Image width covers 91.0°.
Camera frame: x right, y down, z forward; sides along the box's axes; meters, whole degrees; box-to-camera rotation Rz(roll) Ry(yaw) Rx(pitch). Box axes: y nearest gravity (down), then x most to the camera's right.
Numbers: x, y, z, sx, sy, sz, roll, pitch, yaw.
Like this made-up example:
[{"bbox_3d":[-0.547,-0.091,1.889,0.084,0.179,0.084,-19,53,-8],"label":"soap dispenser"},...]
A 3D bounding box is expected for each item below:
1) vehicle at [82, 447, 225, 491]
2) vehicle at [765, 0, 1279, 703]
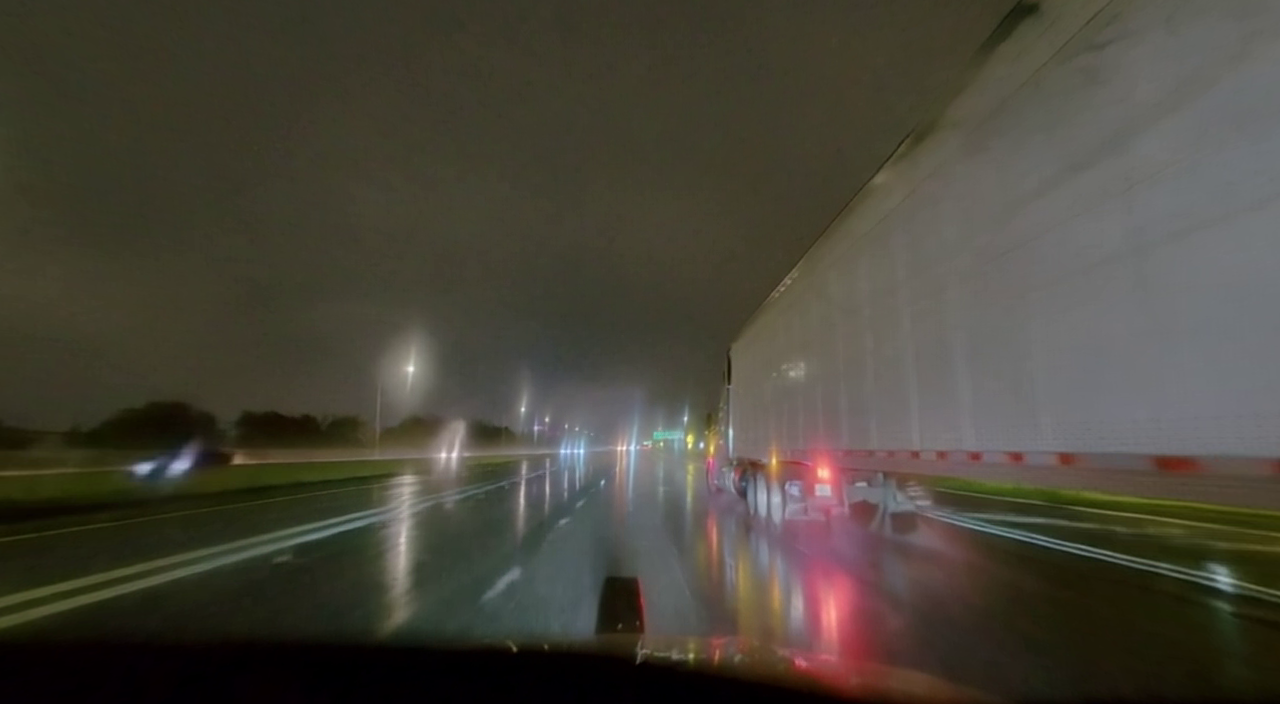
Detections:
[{"bbox_3d":[-18.894,4.538,24.780,1.961,1.550,4.440,0,-9,2],"label":"vehicle"},{"bbox_3d":[3.786,-0.163,3.850,2.949,4.149,16.046,0,-9,1],"label":"vehicle"}]
